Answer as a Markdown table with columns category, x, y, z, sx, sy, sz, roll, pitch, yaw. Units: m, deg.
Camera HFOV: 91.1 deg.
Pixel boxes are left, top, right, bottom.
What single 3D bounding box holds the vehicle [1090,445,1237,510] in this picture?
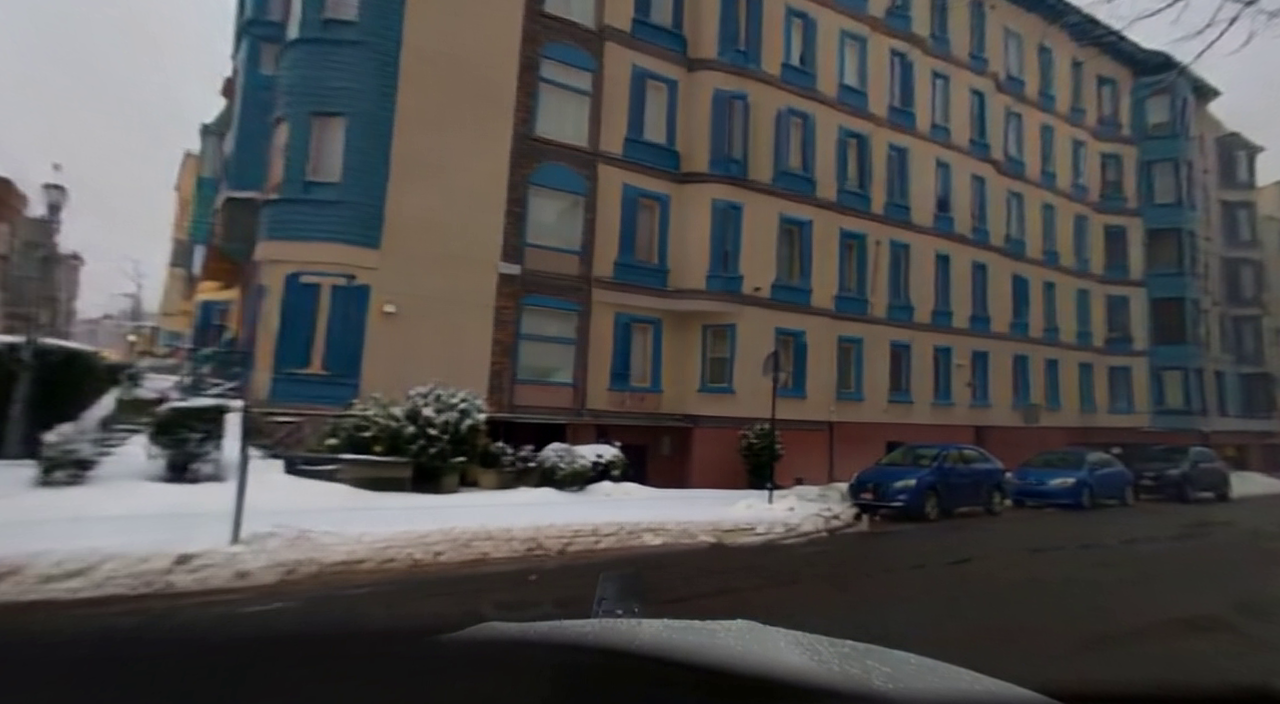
| category | x | y | z | sx | sy | sz | roll | pitch | yaw |
| --- | --- | --- | --- | --- | --- | --- | --- | --- | --- |
| vehicle | 15.274 | 3.554 | 18.311 | 4.302 | 1.629 | 1.942 | 5 | -9 | -32 |

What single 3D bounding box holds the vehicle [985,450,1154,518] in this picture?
| category | x | y | z | sx | sy | sz | roll | pitch | yaw |
| --- | --- | --- | --- | --- | --- | --- | --- | --- | --- |
| vehicle | 10.716 | 3.166 | 15.614 | 4.294 | 1.427 | 1.830 | 5 | -9 | -32 |

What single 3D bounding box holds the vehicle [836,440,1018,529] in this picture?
| category | x | y | z | sx | sy | sz | roll | pitch | yaw |
| --- | --- | --- | --- | --- | --- | --- | --- | --- | --- |
| vehicle | 5.789 | 2.554 | 12.634 | 3.414 | 1.519 | 1.719 | 6 | -9 | -34 |
